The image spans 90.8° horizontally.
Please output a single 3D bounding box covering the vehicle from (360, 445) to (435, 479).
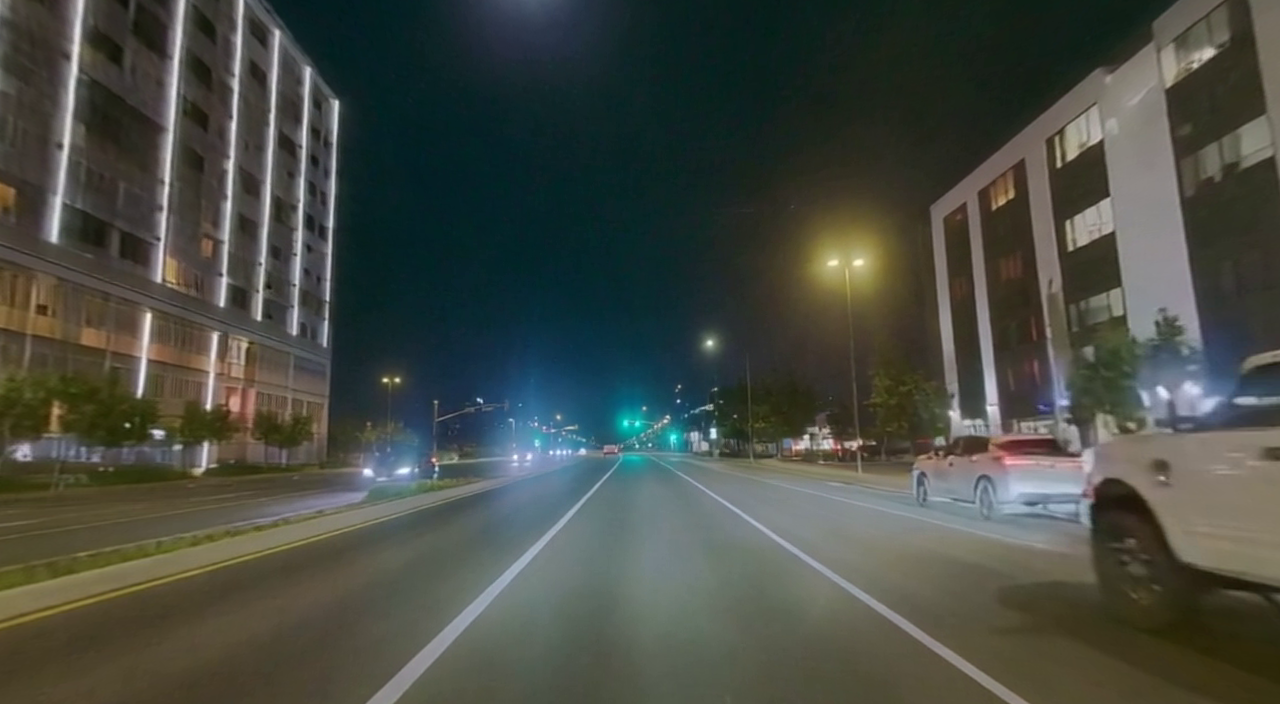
[{"bbox_3d":[-11.409,5.202,30.087,1.834,1.482,4.349,0,-9,0],"label":"vehicle"}]

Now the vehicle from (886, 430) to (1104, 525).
[{"bbox_3d":[7.577,2.699,14.229,2.011,1.744,4.811,0,-9,-1],"label":"vehicle"}]

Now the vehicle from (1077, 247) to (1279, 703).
[{"bbox_3d":[4.714,0.437,1.694,2.723,2.409,5.869,0,-9,-1],"label":"vehicle"}]
